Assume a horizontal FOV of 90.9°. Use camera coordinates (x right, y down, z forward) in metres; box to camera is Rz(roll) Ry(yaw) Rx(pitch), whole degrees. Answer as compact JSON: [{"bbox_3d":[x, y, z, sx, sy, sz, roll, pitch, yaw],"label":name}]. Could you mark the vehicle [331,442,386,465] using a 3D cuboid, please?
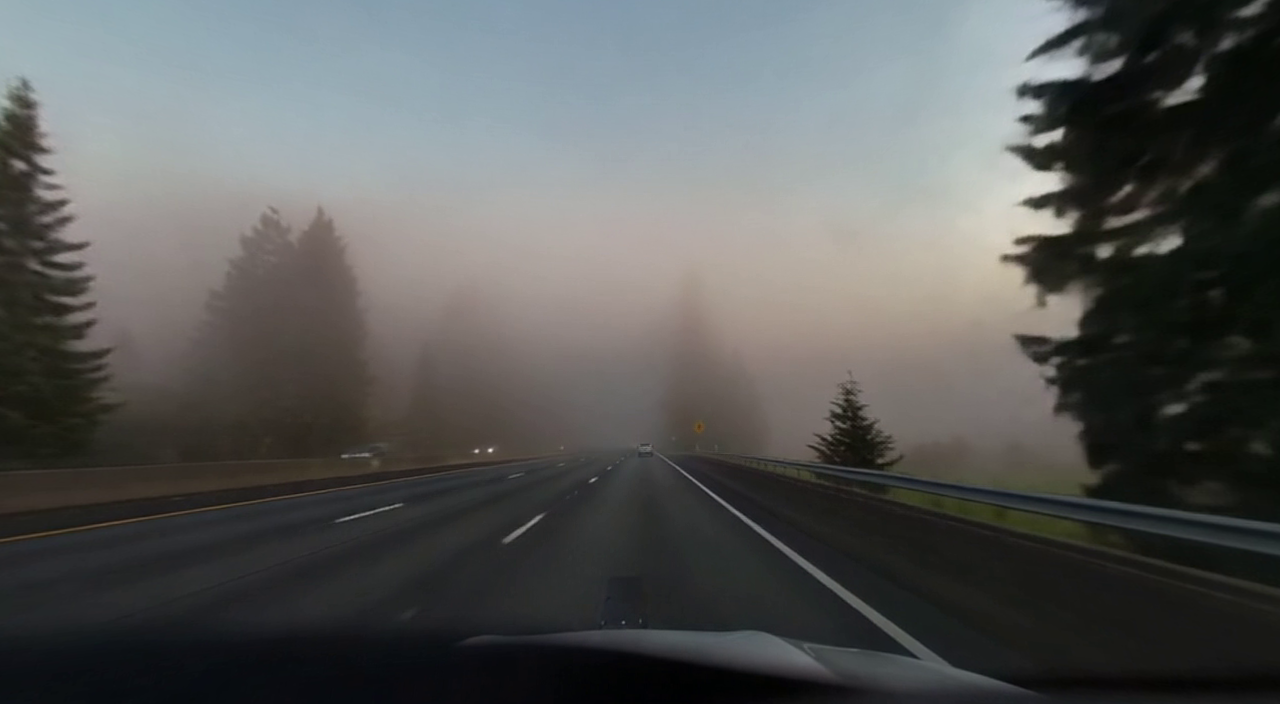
[{"bbox_3d":[-20.965,7.567,47.151,1.961,1.601,4.497,0,-8,1],"label":"vehicle"}]
